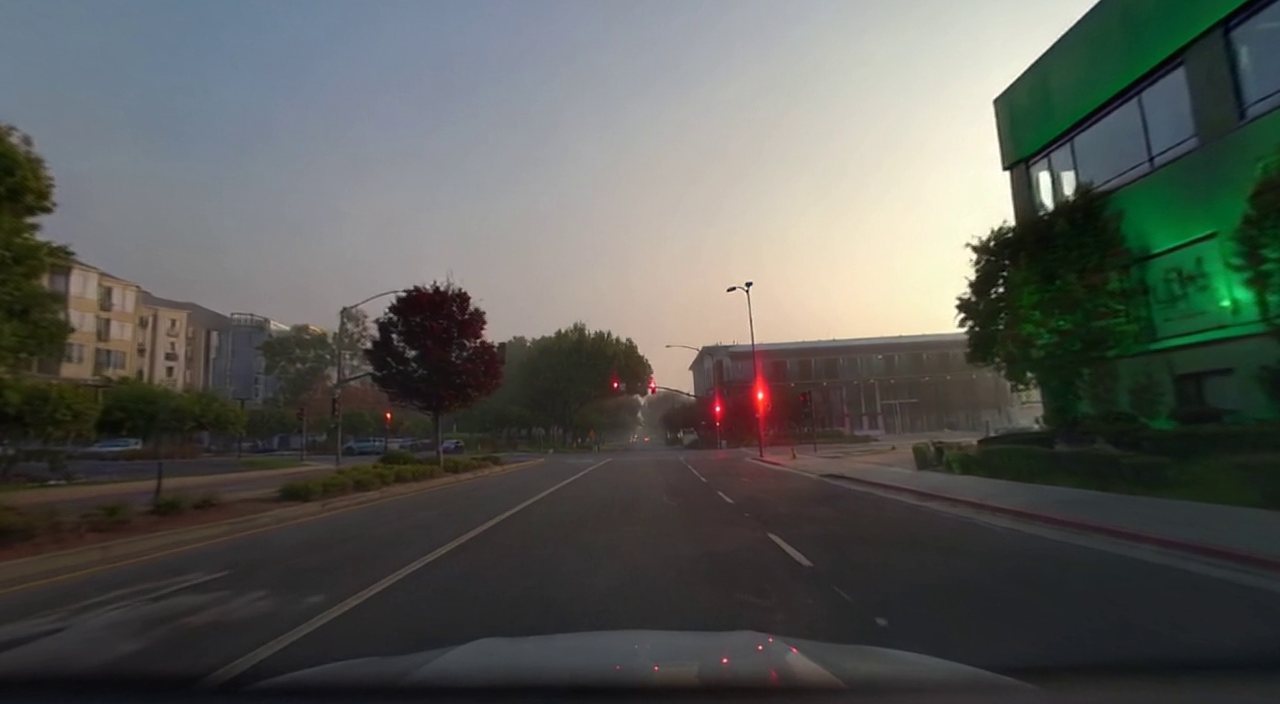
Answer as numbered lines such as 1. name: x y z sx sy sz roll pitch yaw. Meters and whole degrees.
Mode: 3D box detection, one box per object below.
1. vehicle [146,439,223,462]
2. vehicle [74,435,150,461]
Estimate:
1. vehicle: -32.021 6.937 44.454 1.852 1.485 4.683 0 -8 1
2. vehicle: -37.293 6.744 44.588 1.873 1.657 4.087 -3 -7 -1
